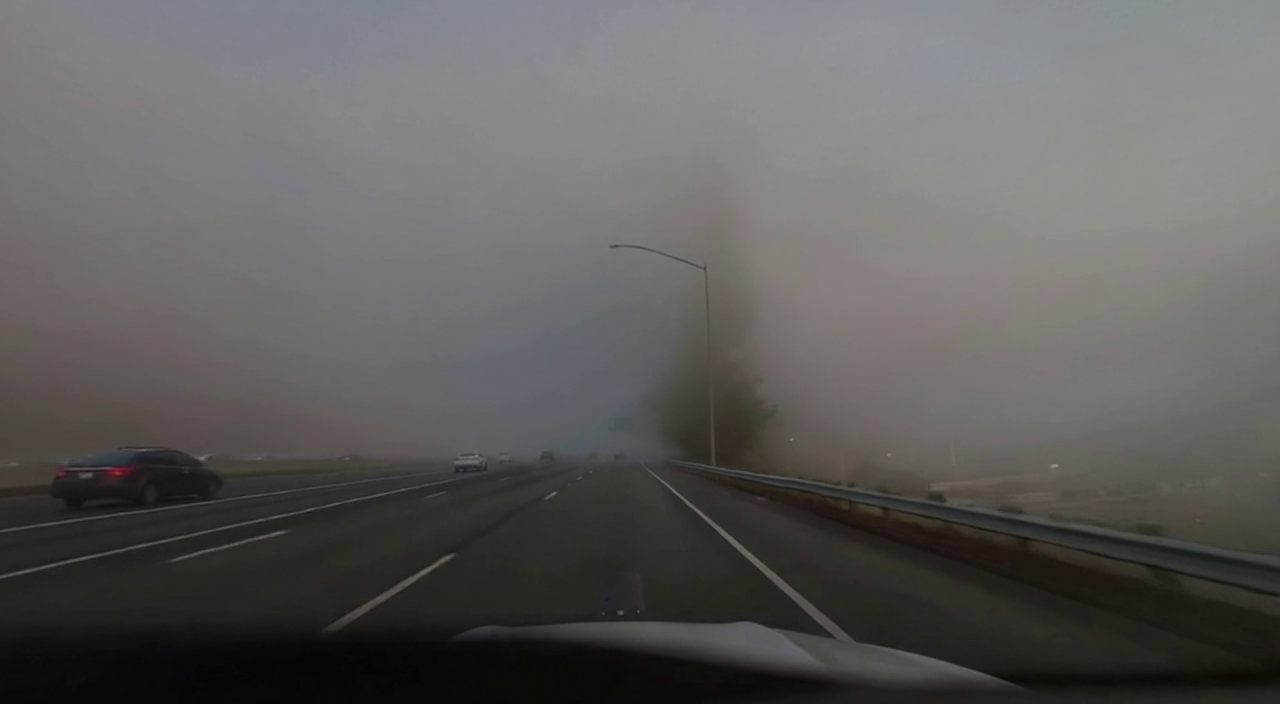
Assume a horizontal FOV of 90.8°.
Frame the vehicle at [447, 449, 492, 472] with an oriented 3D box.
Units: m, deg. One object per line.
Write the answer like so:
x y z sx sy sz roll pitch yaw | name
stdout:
-12.110 7.693 45.070 2.271 1.537 4.029 0 -9 -3 | vehicle

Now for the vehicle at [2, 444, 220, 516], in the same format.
-12.952 3.109 15.955 1.829 1.520 4.505 1 -9 -5 | vehicle
